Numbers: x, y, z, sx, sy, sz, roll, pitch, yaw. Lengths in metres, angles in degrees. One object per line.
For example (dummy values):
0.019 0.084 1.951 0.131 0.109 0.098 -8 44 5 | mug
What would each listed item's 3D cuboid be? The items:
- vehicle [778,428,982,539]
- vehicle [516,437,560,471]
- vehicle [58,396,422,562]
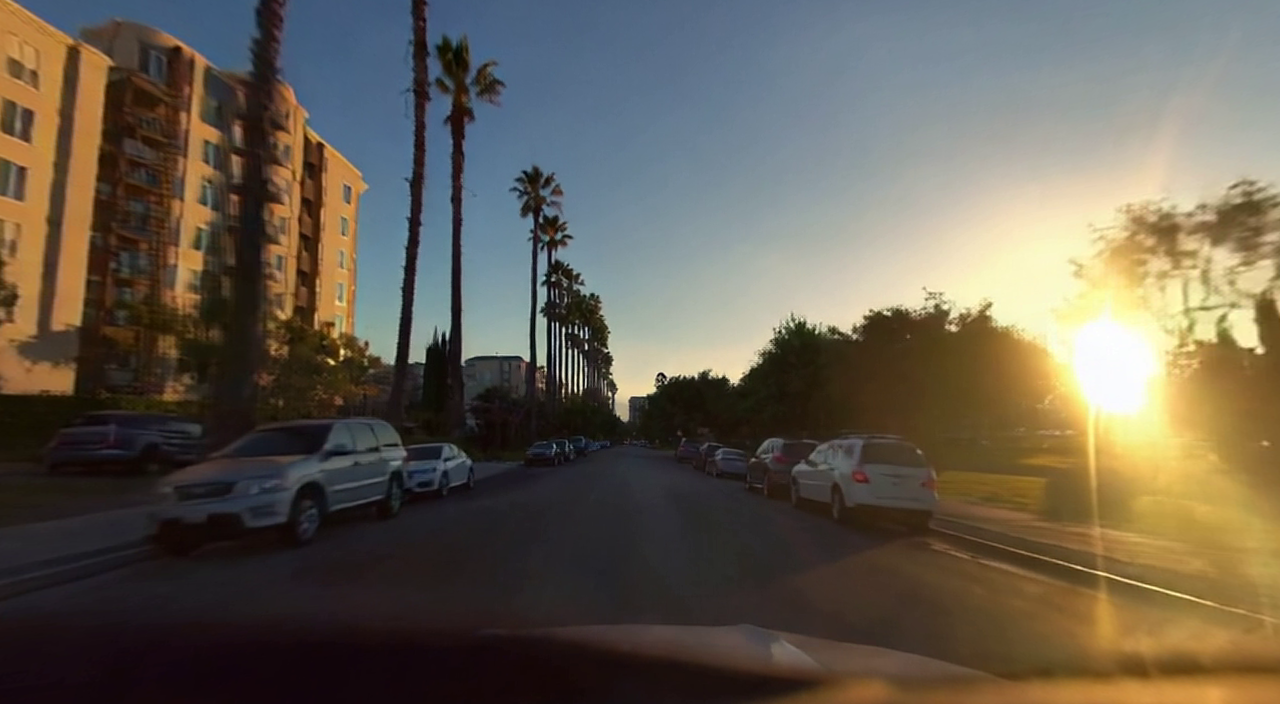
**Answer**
4.418 2.484 12.635 1.969 1.782 4.677 1 -9 -4 | vehicle
-6.013 6.068 37.769 1.947 1.806 4.413 2 -8 -2 | vehicle
-5.614 1.916 10.214 2.358 1.905 5.615 0 -9 -2 | vehicle
